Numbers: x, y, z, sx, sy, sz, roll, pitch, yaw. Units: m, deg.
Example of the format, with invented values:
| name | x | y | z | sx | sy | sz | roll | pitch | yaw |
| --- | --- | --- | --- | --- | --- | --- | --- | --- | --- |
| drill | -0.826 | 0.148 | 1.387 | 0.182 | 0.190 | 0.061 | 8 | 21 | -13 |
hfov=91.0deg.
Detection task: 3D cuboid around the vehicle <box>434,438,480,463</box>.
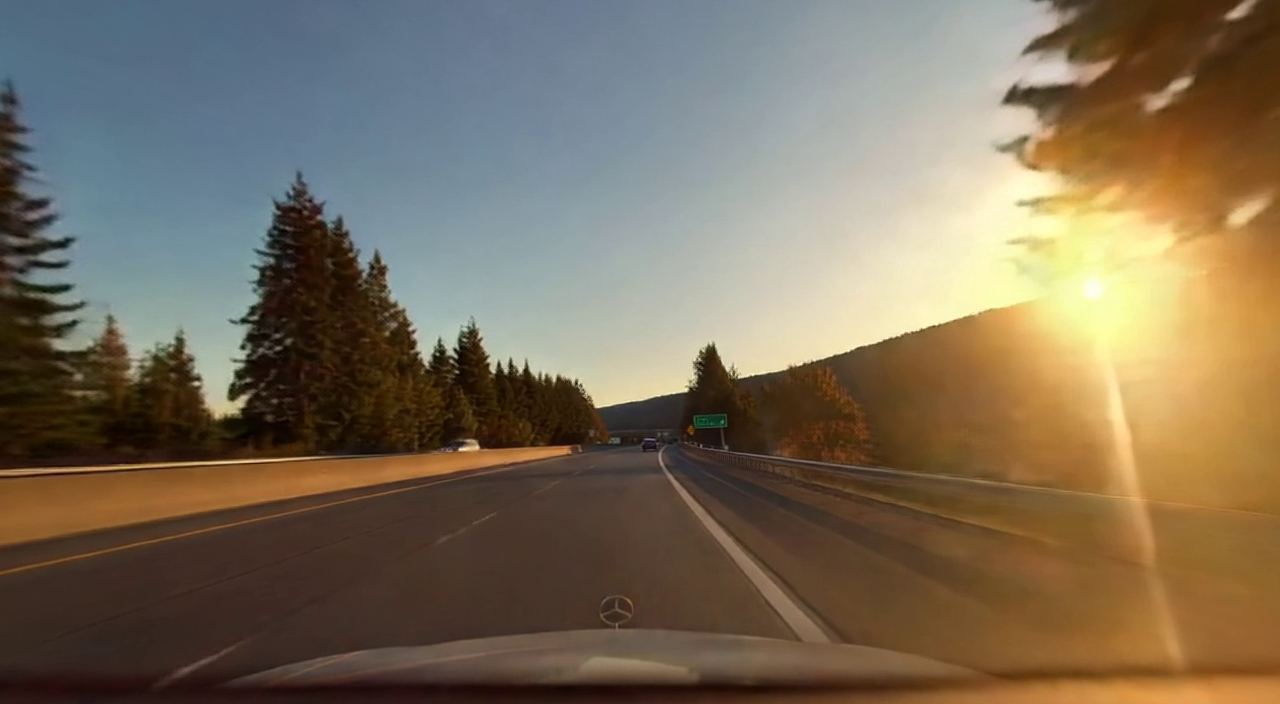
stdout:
| name | x | y | z | sx | sy | sz | roll | pitch | yaw |
| --- | --- | --- | --- | --- | --- | --- | --- | --- | --- |
| vehicle | -13.931 | 7.527 | 48.187 | 2.097 | 1.750 | 4.773 | 0 | -8 | 0 |
